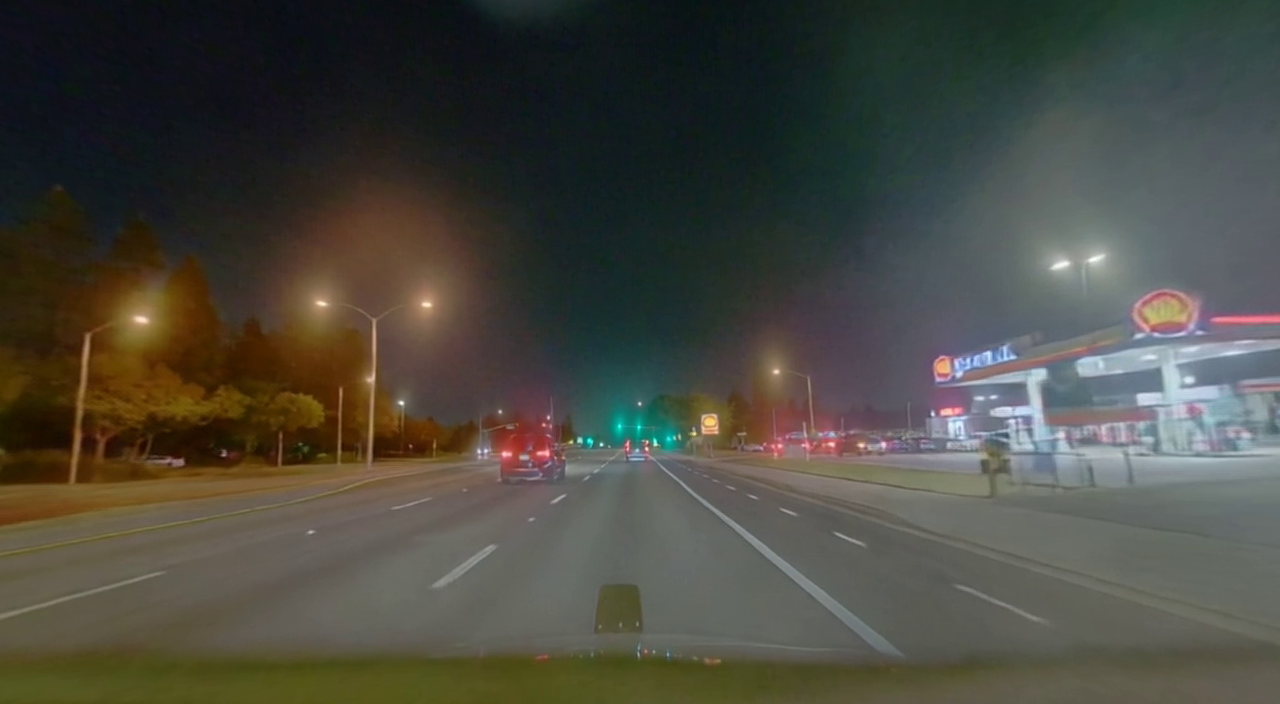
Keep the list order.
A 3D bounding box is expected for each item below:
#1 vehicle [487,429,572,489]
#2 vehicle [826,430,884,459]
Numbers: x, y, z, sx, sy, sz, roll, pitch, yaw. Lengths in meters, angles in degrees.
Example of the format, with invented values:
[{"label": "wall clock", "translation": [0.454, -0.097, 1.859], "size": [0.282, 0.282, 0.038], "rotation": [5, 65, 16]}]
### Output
[{"label": "vehicle", "translation": [-3.535, 3.527, 21.117], "size": [1.985, 1.772, 4.479], "rotation": [0, -8, 0]}, {"label": "vehicle", "translation": [14.366, 6.251, 42.547], "size": [2.041, 1.793, 5.054], "rotation": [0, -9, -1]}]
